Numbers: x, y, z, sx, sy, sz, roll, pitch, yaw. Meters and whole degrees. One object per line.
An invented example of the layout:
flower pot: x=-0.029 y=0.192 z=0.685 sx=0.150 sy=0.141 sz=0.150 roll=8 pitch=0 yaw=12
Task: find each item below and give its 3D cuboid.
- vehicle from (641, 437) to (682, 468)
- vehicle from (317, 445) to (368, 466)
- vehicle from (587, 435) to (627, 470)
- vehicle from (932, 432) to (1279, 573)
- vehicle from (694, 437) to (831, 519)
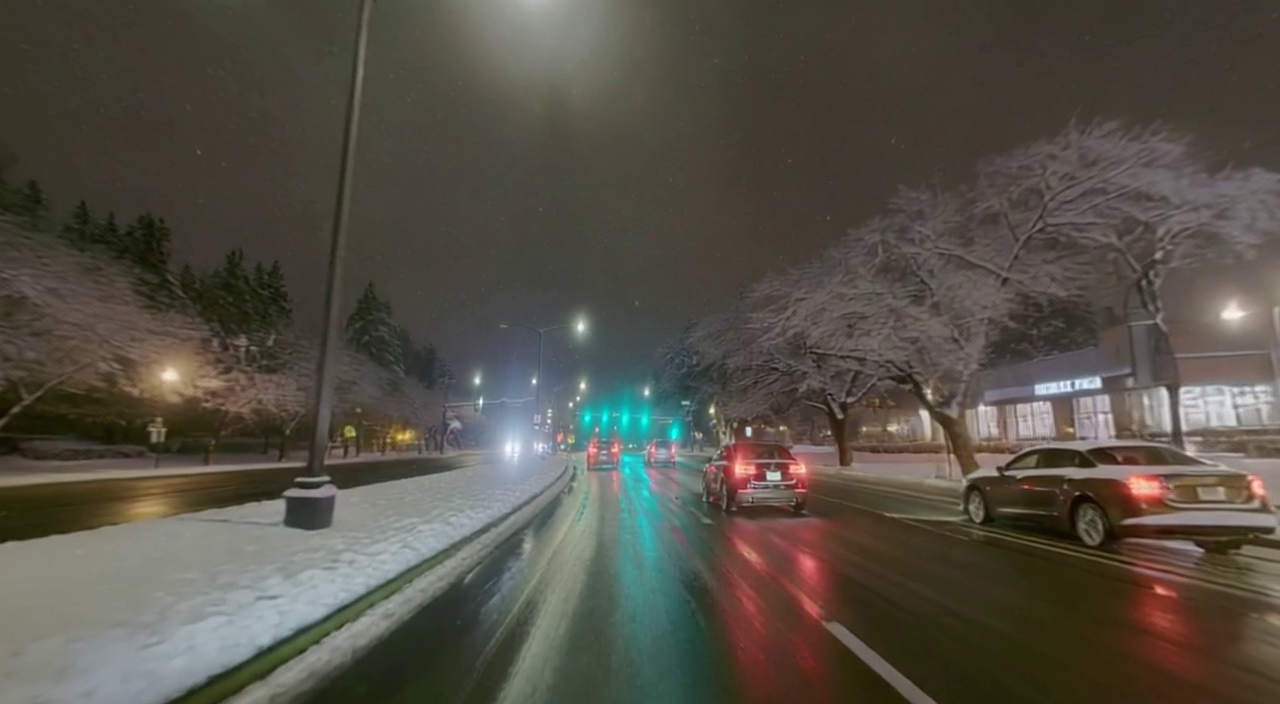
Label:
vehicle: x=1.225 y=6.112 z=38.362 sx=2.000 sy=1.745 sz=4.206 roll=1 pitch=-8 yaw=-5
vehicle: x=-21.867 y=7.618 z=46.439 sx=1.880 sy=1.480 sz=4.427 roll=0 pitch=-8 yaw=-4
vehicle: x=-1.836 y=5.504 z=34.639 sx=2.051 sy=1.798 sz=4.168 roll=0 pitch=-8 yaw=-4
vehicle: x=6.166 y=1.906 z=8.842 sx=1.917 sy=1.457 sz=4.274 roll=0 pitch=-8 yaw=-2
vehicle: x=2.383 y=2.577 z=13.434 sx=1.883 sy=1.452 sz=4.258 roll=0 pitch=-8 yaw=-3
